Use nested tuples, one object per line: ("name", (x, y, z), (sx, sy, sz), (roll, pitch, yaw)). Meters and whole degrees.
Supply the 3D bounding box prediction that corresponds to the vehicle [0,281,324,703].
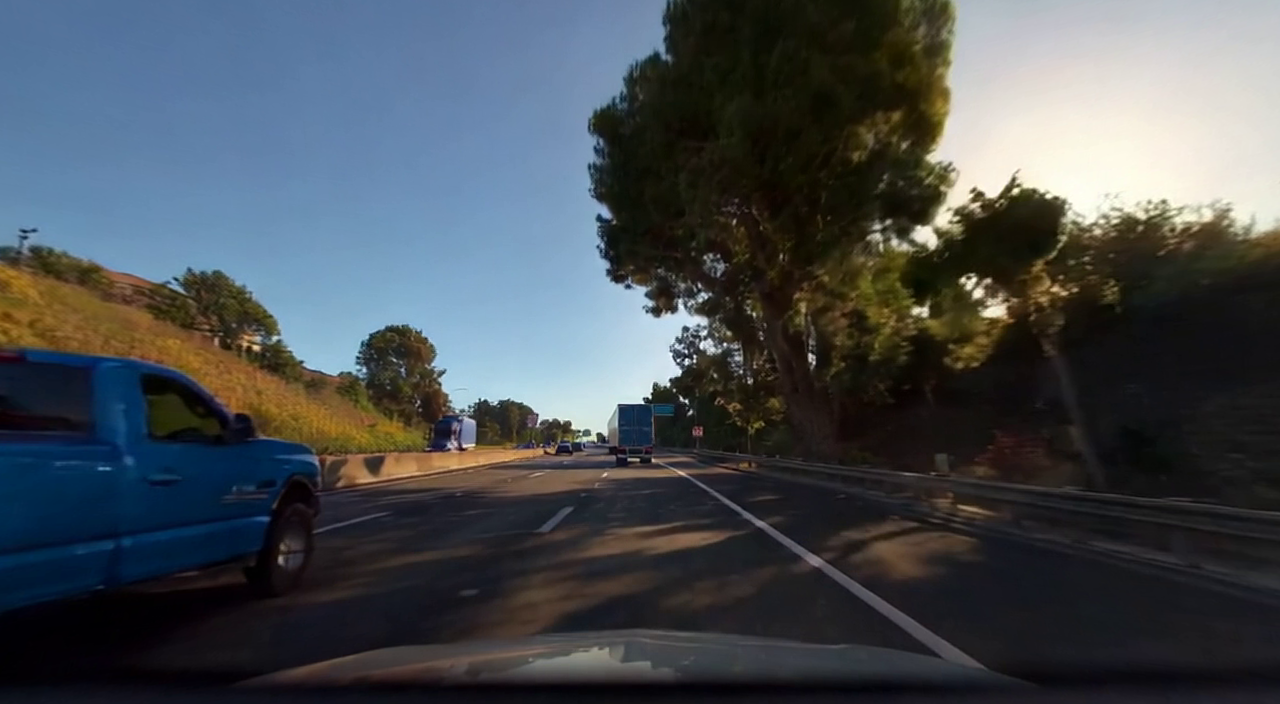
("vehicle", (-3.646, 0.636, 2.927), (2.044, 1.740, 4.361), (0, -9, 0))
